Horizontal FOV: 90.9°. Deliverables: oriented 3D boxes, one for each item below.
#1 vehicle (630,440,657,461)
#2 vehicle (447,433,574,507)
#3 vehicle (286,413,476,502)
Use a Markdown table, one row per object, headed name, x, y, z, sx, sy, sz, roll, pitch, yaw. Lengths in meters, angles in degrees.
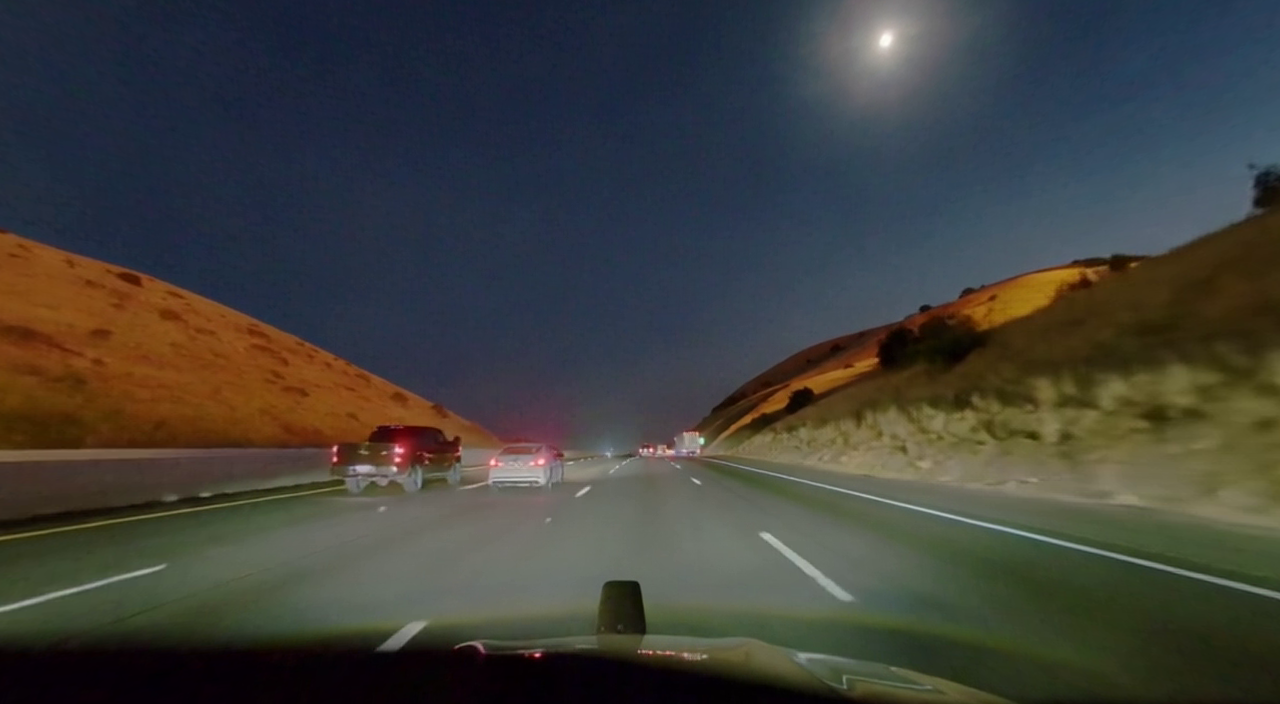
| name | x | y | z | sx | sy | sz | roll | pitch | yaw |
| --- | --- | --- | --- | --- | --- | --- | --- | --- | --- |
| vehicle | 0.276 | 7.807 | 49.870 | 2.031 | 1.566 | 3.904 | 0 | -8 | 0 |
| vehicle | -2.984 | 2.832 | 15.659 | 2.091 | 1.552 | 4.516 | 0 | -8 | 2 |
| vehicle | -6.879 | 2.920 | 17.918 | 2.589 | 2.063 | 6.206 | 0 | -8 | 2 |
